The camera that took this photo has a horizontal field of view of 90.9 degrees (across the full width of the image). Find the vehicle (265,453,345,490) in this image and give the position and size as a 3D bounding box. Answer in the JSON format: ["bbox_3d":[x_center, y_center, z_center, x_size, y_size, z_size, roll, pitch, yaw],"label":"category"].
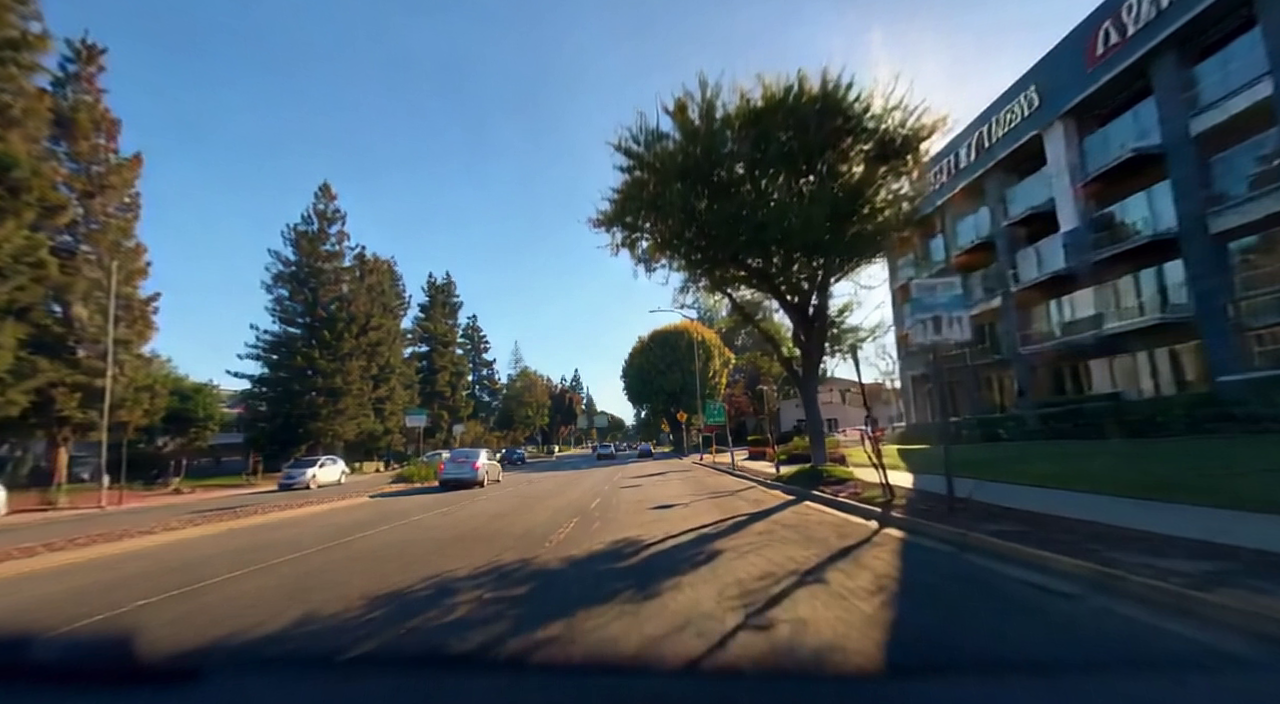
[{"bbox_3d":[-17.408,6.190,33.034,1.800,1.736,4.287,-1,-9,0],"label":"vehicle"}]

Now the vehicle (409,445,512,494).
[{"bbox_3d":[-5.740,3.803,20.814,2.072,1.427,4.328,-1,-9,1],"label":"vehicle"}]
